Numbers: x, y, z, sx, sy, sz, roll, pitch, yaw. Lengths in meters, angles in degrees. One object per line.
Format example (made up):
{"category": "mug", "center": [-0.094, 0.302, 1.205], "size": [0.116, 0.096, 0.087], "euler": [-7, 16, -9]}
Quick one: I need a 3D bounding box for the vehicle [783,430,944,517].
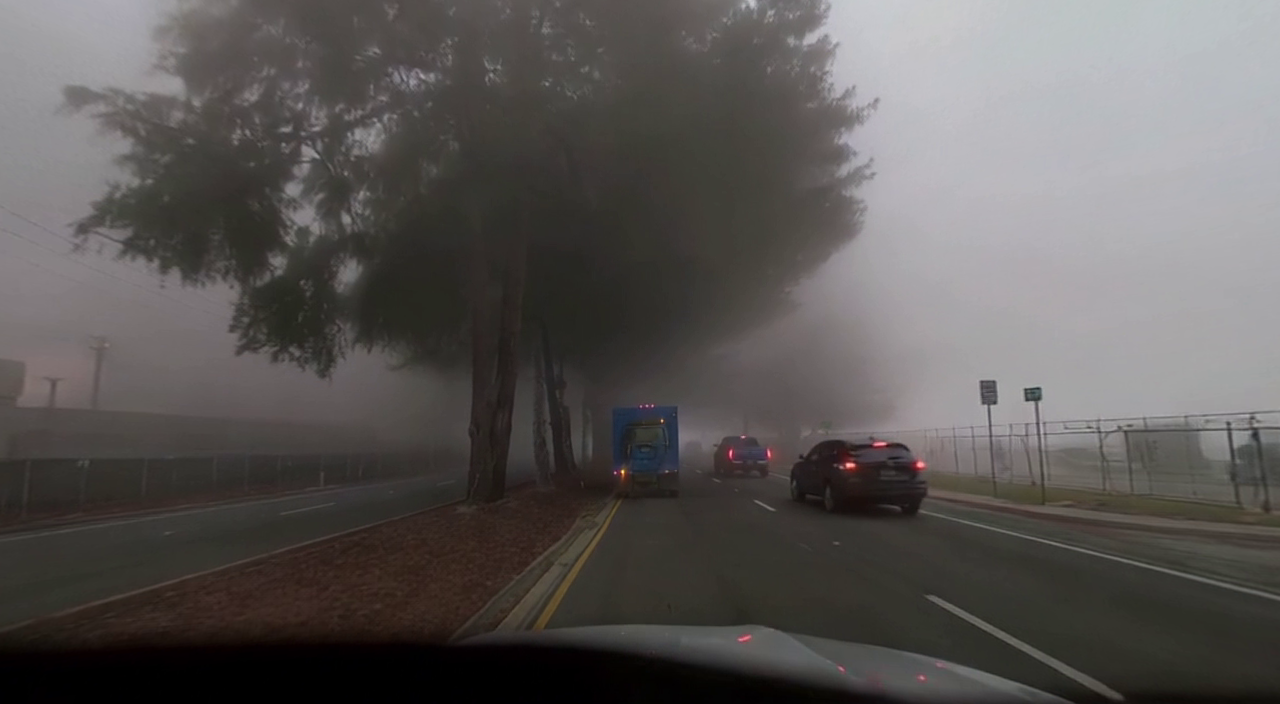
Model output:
{"category": "vehicle", "center": [4.679, 2.591, 13.975], "size": [2.001, 1.621, 4.208], "euler": [0, -8, 0]}

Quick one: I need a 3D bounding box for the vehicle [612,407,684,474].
{"category": "vehicle", "center": [0.465, 4.452, 31.668], "size": [3.197, 2.963, 7.055], "euler": [0, -8, 2]}

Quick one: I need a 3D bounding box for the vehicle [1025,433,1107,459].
{"category": "vehicle", "center": [22.920, 5.070, 33.958], "size": [3.251, 1.321, 1.555], "euler": [0, -8, -1]}

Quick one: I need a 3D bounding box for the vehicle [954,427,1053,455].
{"category": "vehicle", "center": [22.838, 5.635, 39.735], "size": [4.995, 1.543, 1.899], "euler": [-2, -10, 1]}

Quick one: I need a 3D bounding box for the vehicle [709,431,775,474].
{"category": "vehicle", "center": [4.784, 4.813, 30.346], "size": [2.375, 1.857, 5.100], "euler": [0, -8, 0]}
